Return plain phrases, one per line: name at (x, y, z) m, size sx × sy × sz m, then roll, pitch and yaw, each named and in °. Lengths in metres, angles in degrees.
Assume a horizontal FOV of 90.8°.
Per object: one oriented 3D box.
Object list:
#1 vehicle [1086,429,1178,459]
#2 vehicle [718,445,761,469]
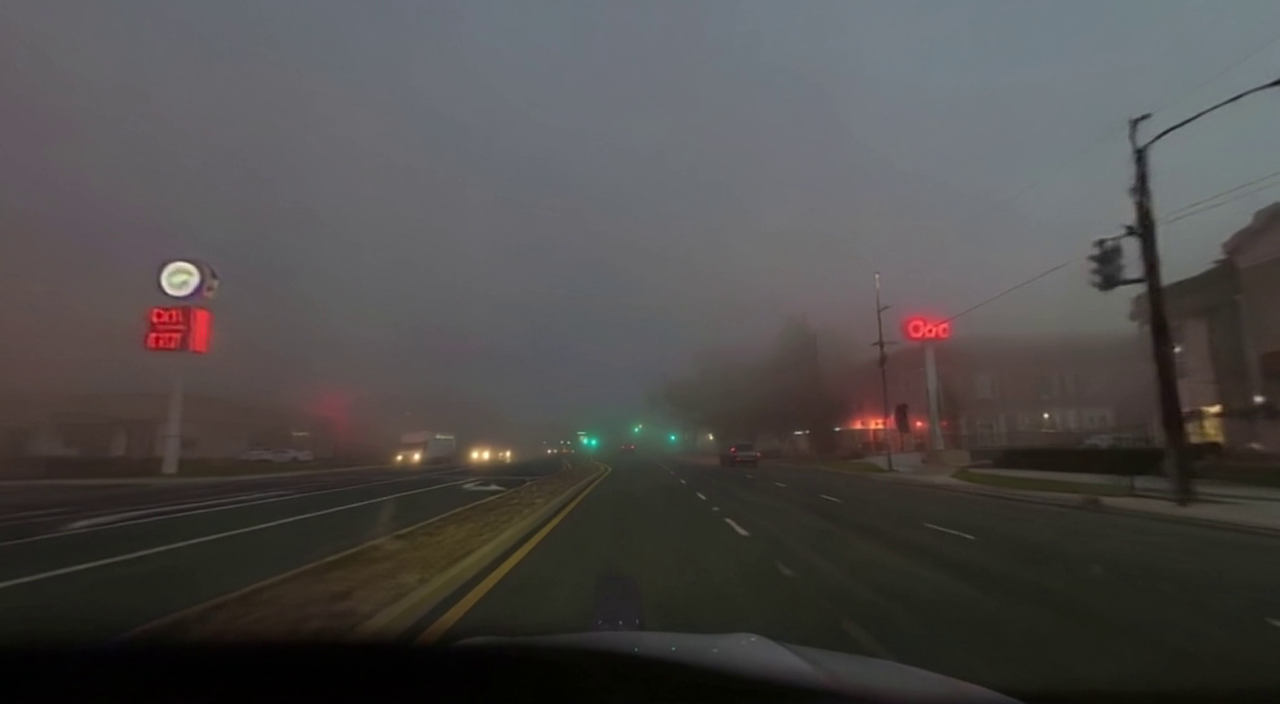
vehicle at (30.435, 5.776, 39.277) m, size 1.860 × 1.716 × 4.675 m, roll 1°, pitch -9°, yaw -1°
vehicle at (6.258, 6.672, 40.215) m, size 1.916 × 1.437 × 4.327 m, roll 0°, pitch -9°, yaw -2°
